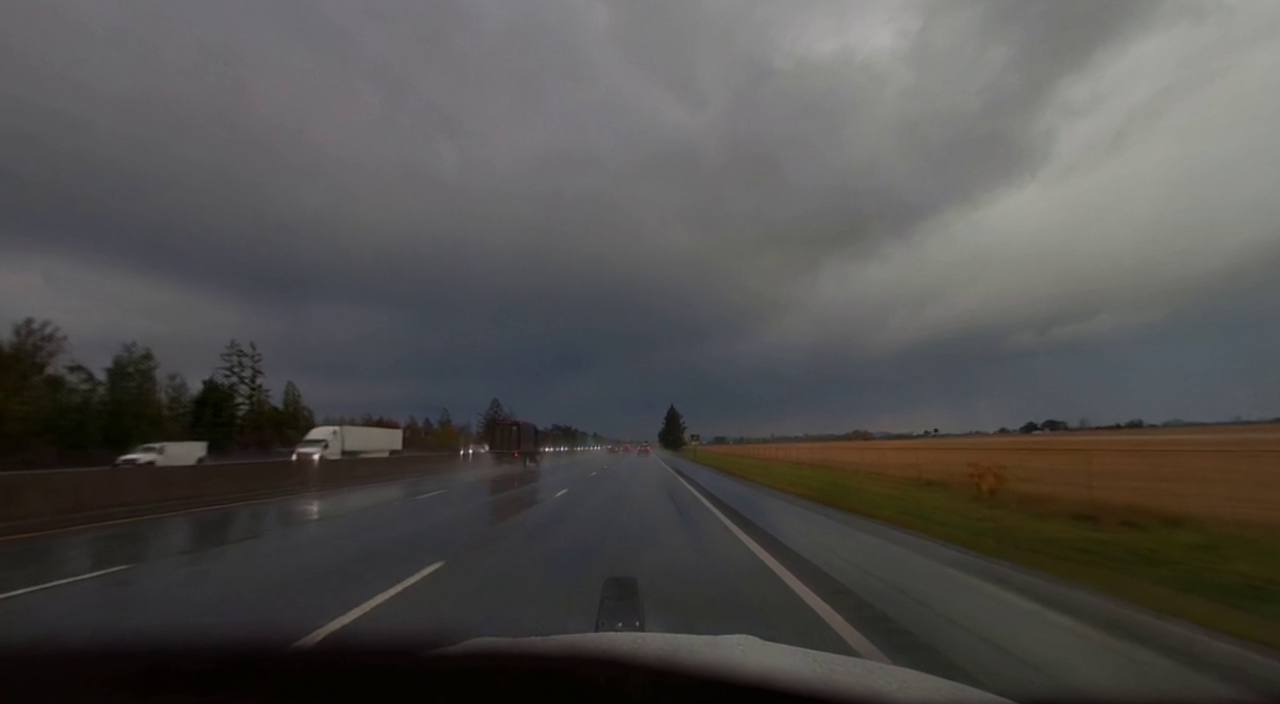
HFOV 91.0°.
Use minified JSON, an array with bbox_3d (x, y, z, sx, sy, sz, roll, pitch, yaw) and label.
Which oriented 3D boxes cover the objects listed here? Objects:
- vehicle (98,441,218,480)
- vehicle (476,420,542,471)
[{"bbox_3d":[-37.025,8.331,48.814,3.173,2.754,7.530,-1,-9,1],"label":"vehicle"},{"bbox_3d":[-7.423,5.450,36.515,2.444,2.685,5.893,0,-9,1],"label":"vehicle"}]
